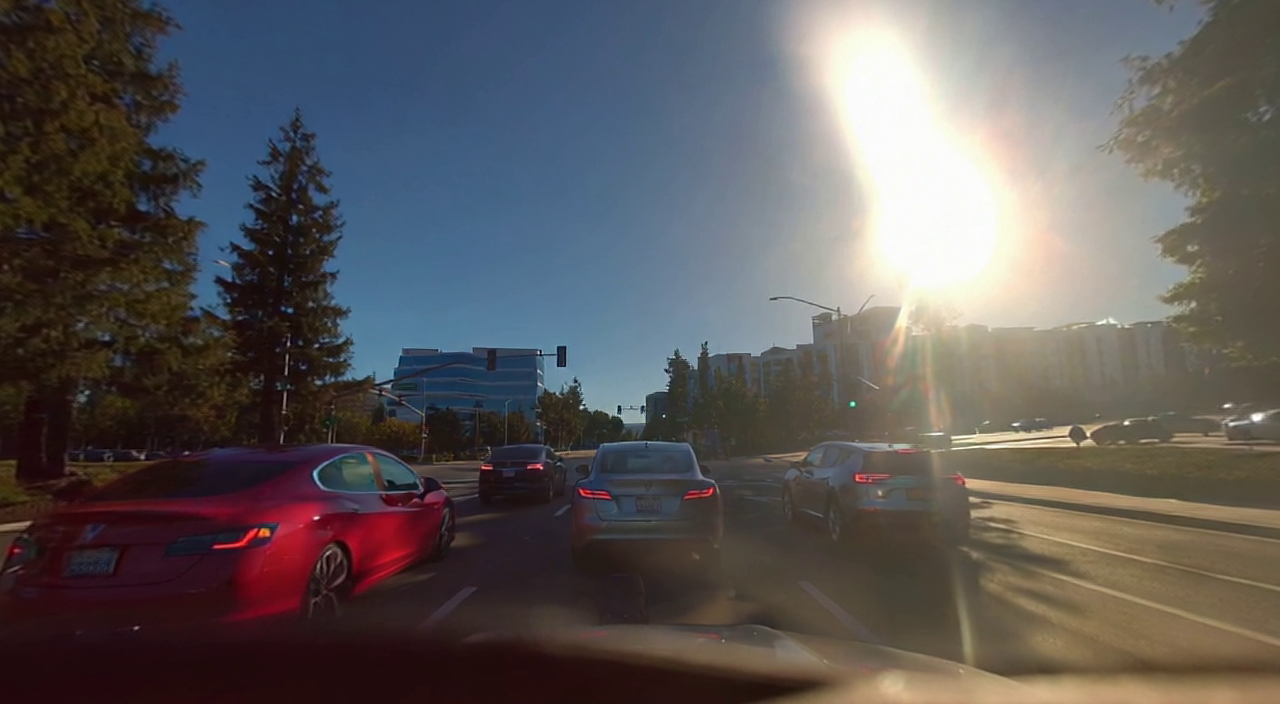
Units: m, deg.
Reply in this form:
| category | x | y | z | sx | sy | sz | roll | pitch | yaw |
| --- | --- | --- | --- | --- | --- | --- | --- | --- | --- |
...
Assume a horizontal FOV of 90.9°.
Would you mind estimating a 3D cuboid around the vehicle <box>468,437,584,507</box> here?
| category | x | y | z | sx | sy | sz | roll | pitch | yaw |
| --- | --- | --- | --- | --- | --- | --- | --- | --- | --- |
| vehicle | -2.749 | 3.011 | 16.235 | 2.089 | 1.537 | 4.073 | -1 | -8 | 2 |

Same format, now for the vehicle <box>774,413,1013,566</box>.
| category | x | y | z | sx | sy | sz | roll | pitch | yaw |
| --- | --- | --- | --- | --- | --- | --- | --- | --- | --- |
| vehicle | 3.420 | 1.907 | 9.481 | 1.938 | 1.732 | 4.006 | 1 | -8 | 0 |

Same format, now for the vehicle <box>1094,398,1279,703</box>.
| category | x | y | z | sx | sy | sz | roll | pitch | yaw |
| --- | --- | --- | --- | --- | --- | --- | --- | --- | --- |
| vehicle | 3.302 | 0.714 | 0.837 | 1.951 | 1.522 | 4.614 | 0 | -8 | 0 |

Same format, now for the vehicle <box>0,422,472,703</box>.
| category | x | y | z | sx | sy | sz | roll | pitch | yaw |
| --- | --- | --- | --- | --- | --- | --- | --- | --- | --- |
| vehicle | -3.088 | 1.435 | 5.445 | 2.015 | 1.478 | 4.407 | 0 | -8 | 0 |

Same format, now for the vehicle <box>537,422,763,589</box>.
| category | x | y | z | sx | sy | sz | roll | pitch | yaw |
| --- | --- | --- | --- | --- | --- | --- | --- | --- | --- |
| vehicle | 0.087 | 1.782 | 8.187 | 2.144 | 1.563 | 4.218 | 0 | -8 | 0 |
